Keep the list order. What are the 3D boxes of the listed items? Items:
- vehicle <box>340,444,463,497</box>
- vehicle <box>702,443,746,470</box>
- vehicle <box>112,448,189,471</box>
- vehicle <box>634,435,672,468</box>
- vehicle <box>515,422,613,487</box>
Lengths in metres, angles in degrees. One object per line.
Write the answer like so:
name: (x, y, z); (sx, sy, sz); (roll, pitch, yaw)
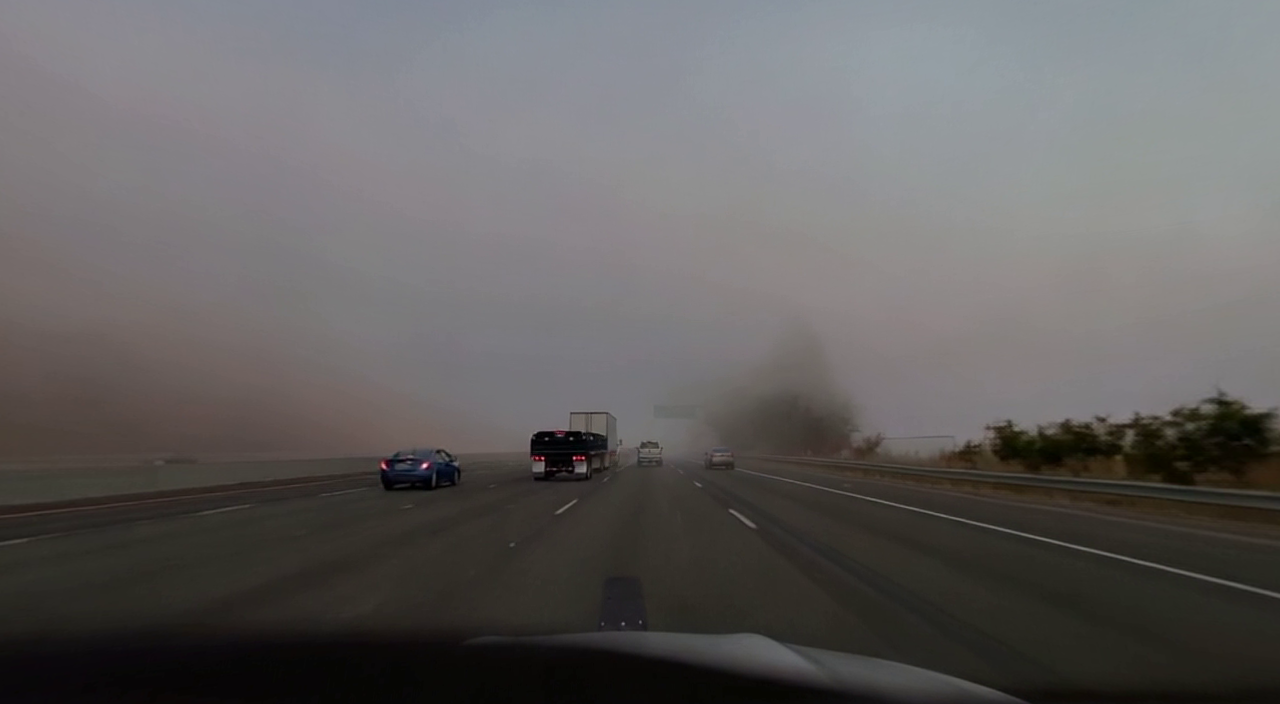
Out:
vehicle: (-7.286, 3.638, 19.873); (1.965, 1.437, 4.592); (-1, -8, 1)
vehicle: (4.897, 6.146, 37.269); (1.993, 1.474, 4.230); (0, -8, 0)
vehicle: (-34.667, 7.620, 44.859); (1.771, 1.463, 4.484); (-1, -8, 2)
vehicle: (0.880, 6.465, 41.096); (2.309, 2.023, 5.130); (-1, -8, 1)
vehicle: (-3.192, 5.050, 31.845); (2.854, 2.379, 16.653); (0, -9, 0)
